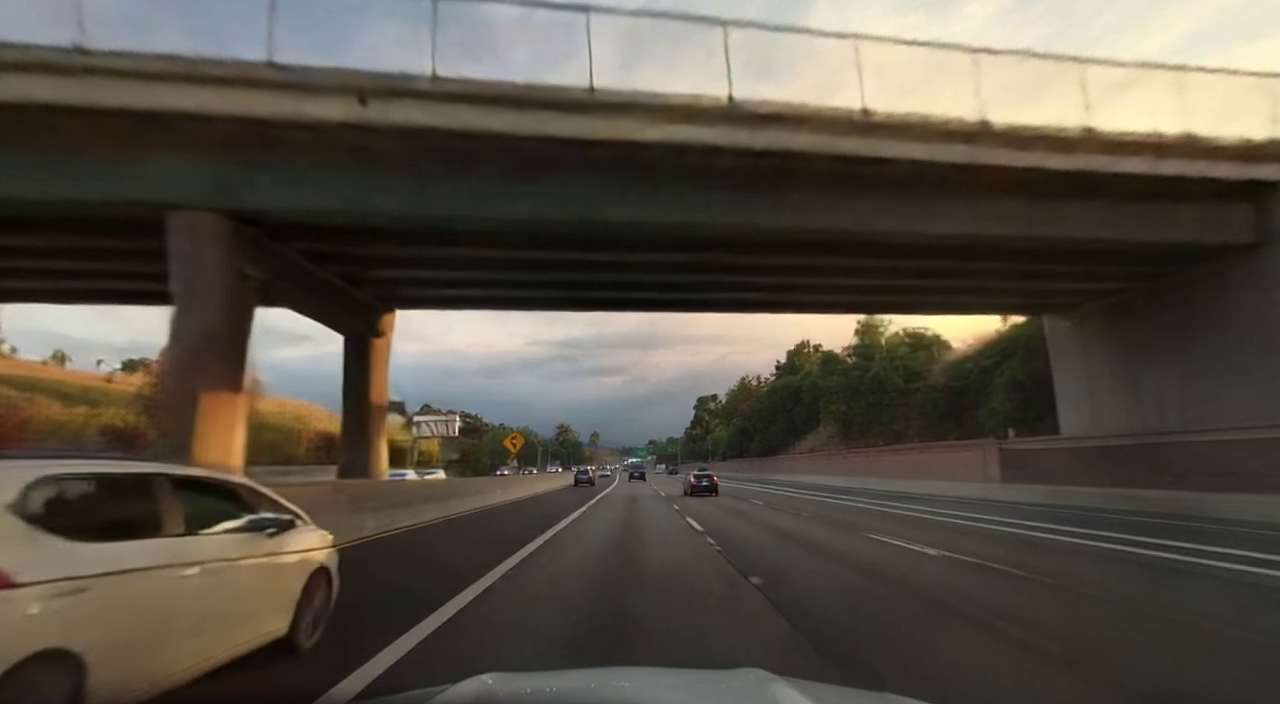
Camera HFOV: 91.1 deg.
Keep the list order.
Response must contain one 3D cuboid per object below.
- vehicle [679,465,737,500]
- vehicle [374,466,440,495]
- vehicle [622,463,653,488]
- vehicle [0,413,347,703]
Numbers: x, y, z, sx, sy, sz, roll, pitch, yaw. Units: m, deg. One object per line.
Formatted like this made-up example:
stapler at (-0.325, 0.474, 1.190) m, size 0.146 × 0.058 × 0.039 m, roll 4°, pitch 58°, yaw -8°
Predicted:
vehicle at (3.112, 6.139, 29.782) m, size 2.092 × 1.518 × 4.348 m, roll 1°, pitch -10°, yaw -2°
vehicle at (-13.526, 7.478, 36.799) m, size 2.043 × 1.581 × 4.771 m, roll 0°, pitch -10°, yaw 0°
vehicle at (-0.242, 9.054, 46.159) m, size 2.181 × 1.698 × 4.056 m, roll 1°, pitch -10°, yaw -1°
vehicle at (-3.178, 1.008, 2.331) m, size 2.099 × 1.516 × 4.308 m, roll 1°, pitch -10°, yaw 0°
